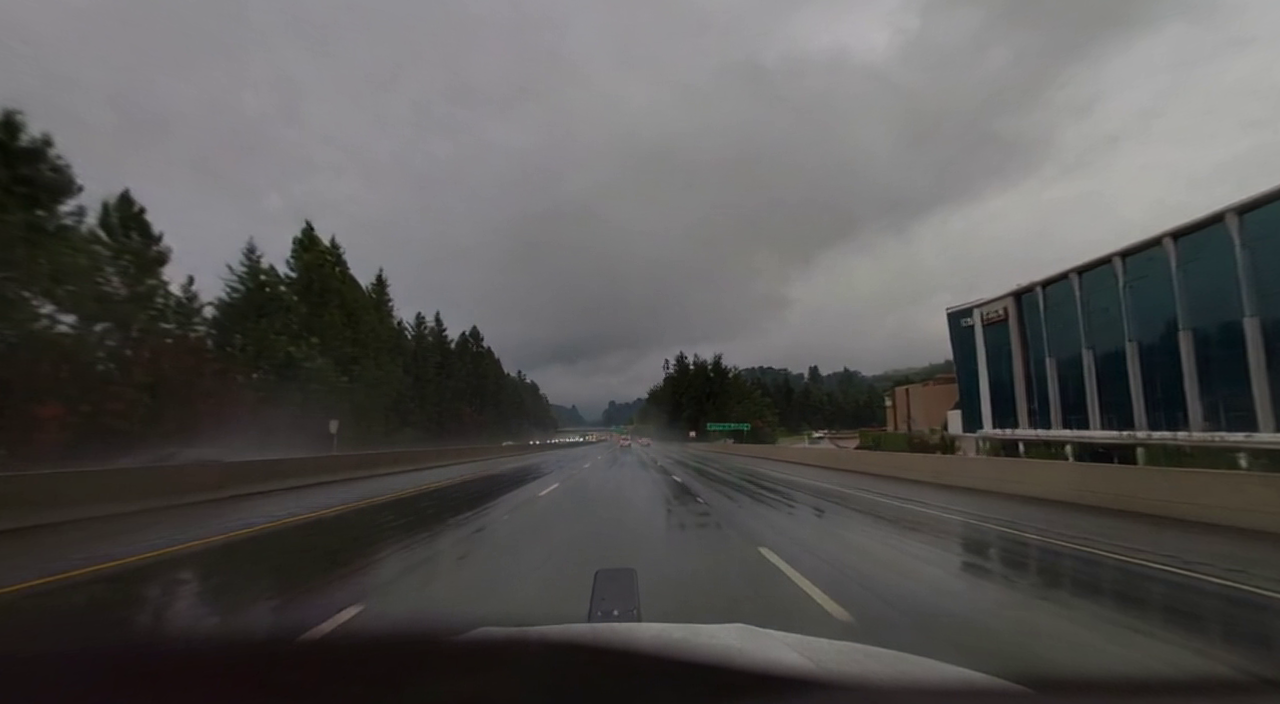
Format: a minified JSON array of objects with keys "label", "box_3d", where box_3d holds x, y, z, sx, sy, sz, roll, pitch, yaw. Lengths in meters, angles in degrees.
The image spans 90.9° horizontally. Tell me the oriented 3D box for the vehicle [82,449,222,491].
[{"label":"vehicle","box_3d":[-20.223,4.869,26.463,2.153,1.522,4.717,0,-8,-1]}]
